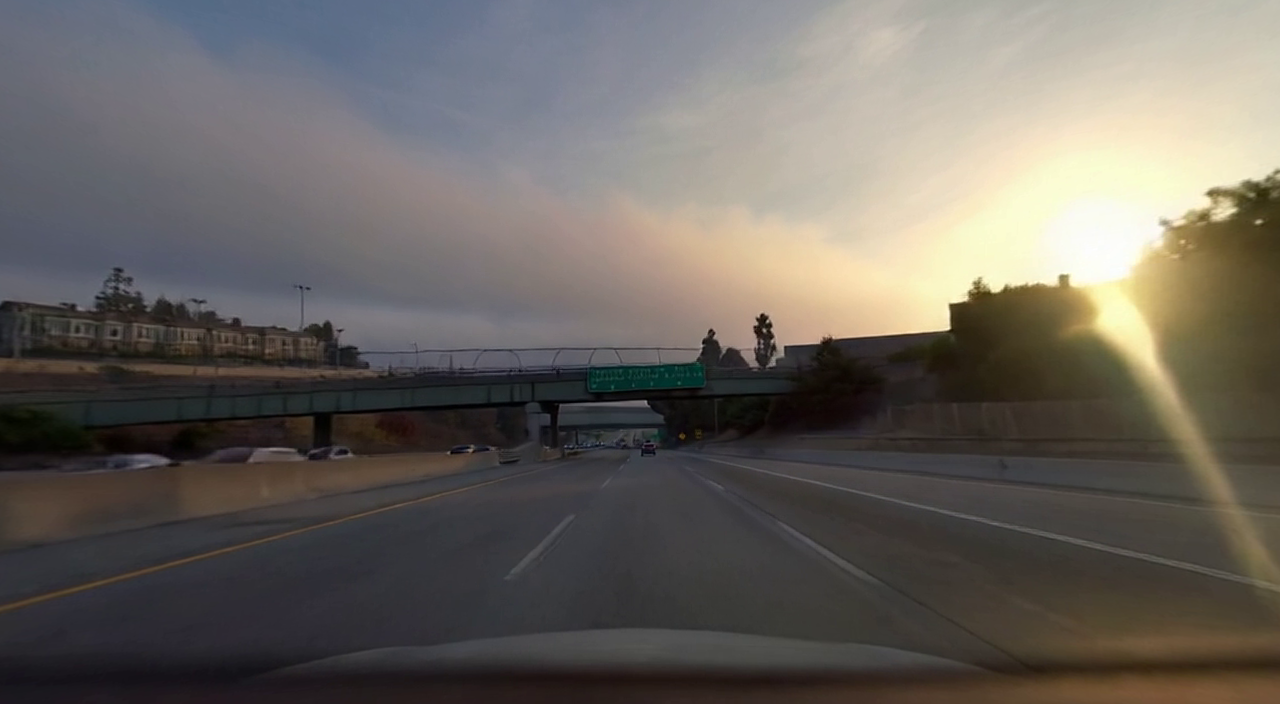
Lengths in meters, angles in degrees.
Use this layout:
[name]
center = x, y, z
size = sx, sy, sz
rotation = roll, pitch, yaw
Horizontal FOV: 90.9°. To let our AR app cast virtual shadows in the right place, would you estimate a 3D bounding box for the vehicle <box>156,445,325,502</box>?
[vehicle]
center = -11.496, 3.486, 18.653
size = 1.894, 1.463, 4.609
rotation = 0, -8, 2
